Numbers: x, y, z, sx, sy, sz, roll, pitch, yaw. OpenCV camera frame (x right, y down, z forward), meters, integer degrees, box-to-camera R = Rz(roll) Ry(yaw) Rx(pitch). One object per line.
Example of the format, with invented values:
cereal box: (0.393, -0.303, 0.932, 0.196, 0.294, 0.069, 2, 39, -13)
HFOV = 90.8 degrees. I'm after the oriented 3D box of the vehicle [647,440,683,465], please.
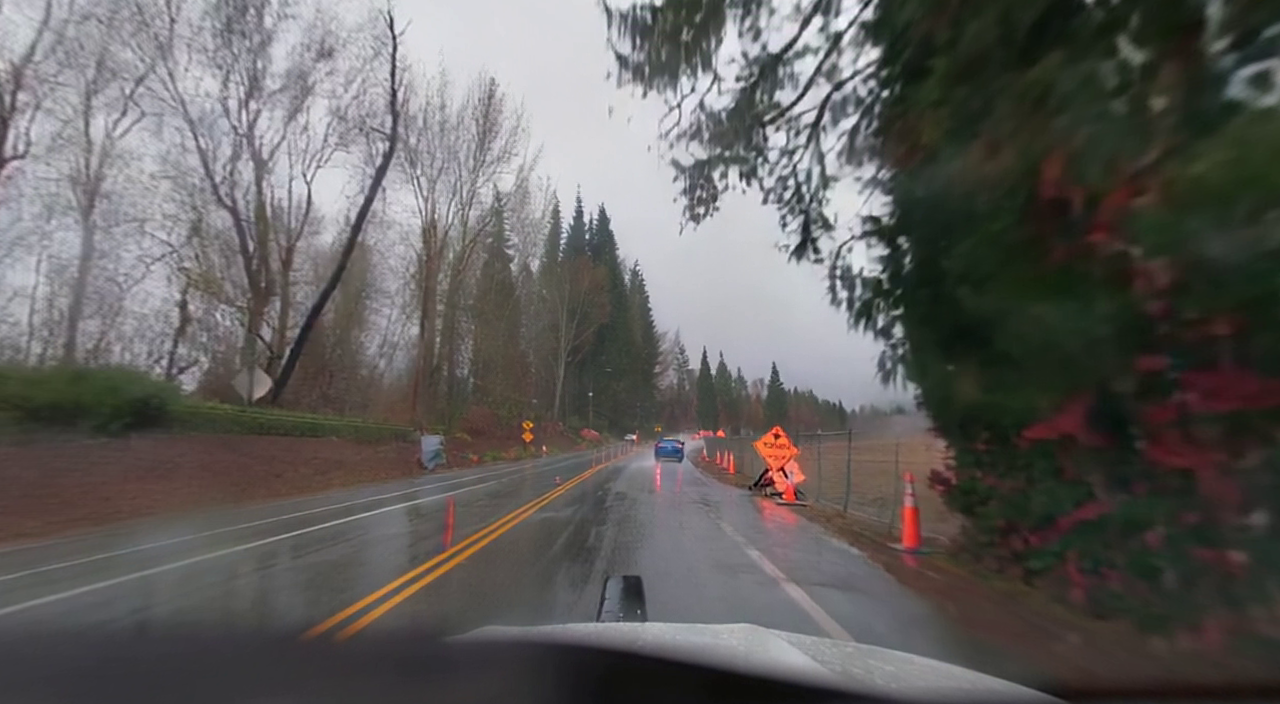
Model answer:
vehicle: (1.612, 6.274, 39.444, 2.172, 1.486, 3.581, -1, -9, 4)
